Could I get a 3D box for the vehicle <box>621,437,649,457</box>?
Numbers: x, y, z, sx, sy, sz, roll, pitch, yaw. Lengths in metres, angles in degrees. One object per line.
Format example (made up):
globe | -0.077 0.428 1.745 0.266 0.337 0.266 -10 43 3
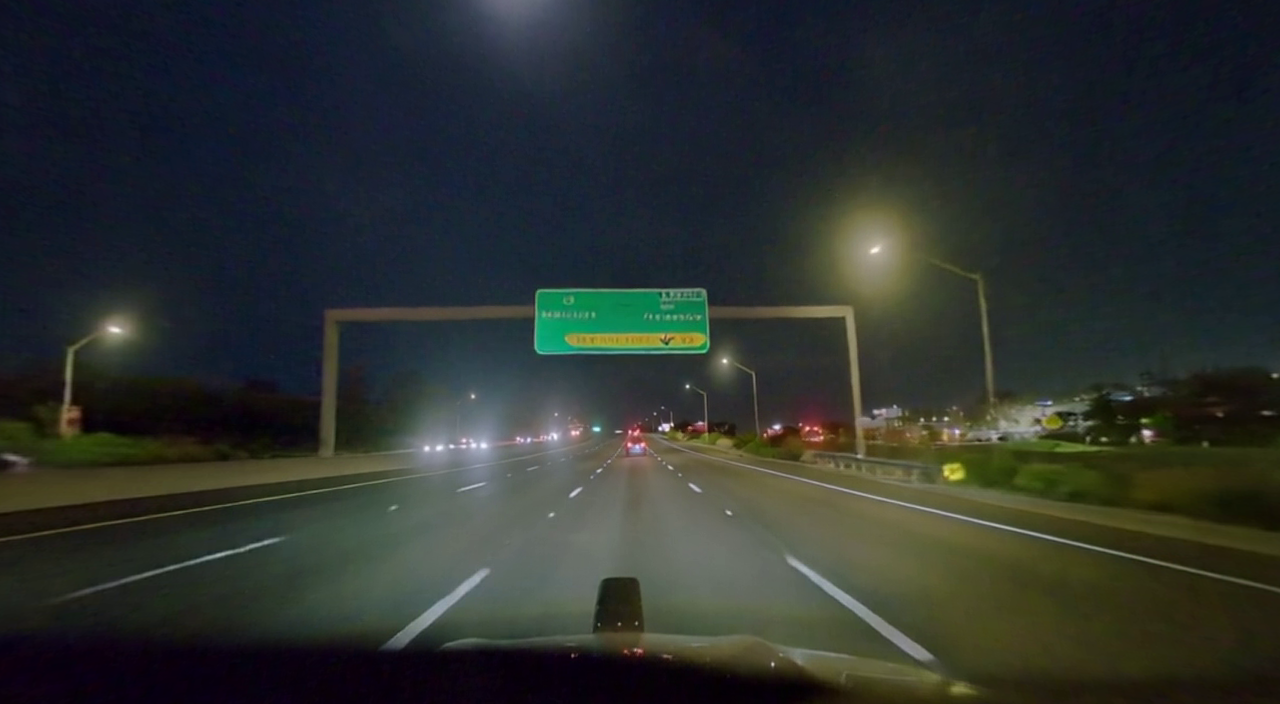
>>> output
vehicle | -0.445 7.251 48.182 2.025 1.460 4.189 0 -8 -2
